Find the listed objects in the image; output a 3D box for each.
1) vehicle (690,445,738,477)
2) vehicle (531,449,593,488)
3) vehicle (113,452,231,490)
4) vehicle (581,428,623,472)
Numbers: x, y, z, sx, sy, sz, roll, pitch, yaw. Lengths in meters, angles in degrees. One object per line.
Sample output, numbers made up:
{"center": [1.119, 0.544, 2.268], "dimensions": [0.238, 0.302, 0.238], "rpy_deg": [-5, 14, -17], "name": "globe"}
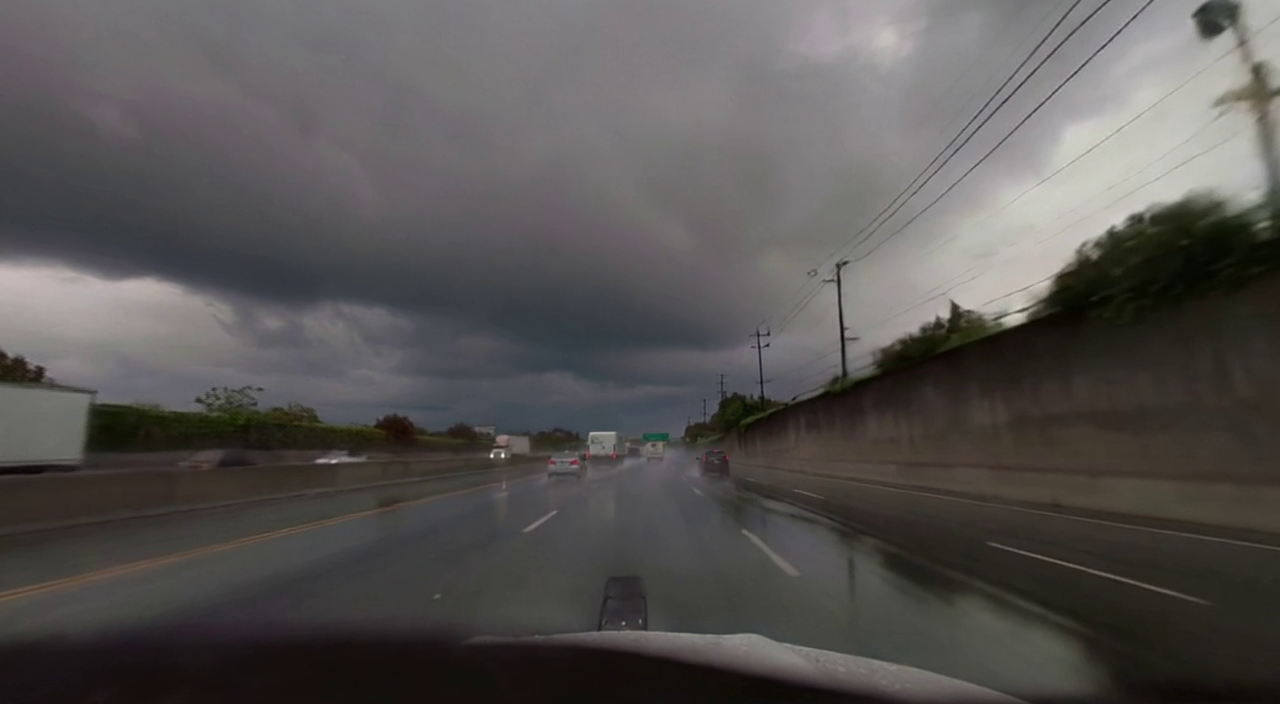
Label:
{"center": [4.319, 6.440, 37.488], "dimensions": [2.214, 1.799, 4.627], "rpy_deg": [0, -9, -1], "name": "vehicle"}
{"center": [-3.156, 4.812, 26.315], "dimensions": [2.004, 1.498, 4.043], "rpy_deg": [0, -9, 1], "name": "vehicle"}
{"center": [-19.449, 4.932, 26.451], "dimensions": [1.828, 1.416, 3.982], "rpy_deg": [0, -9, 1], "name": "vehicle"}
{"center": [-2.854, 7.662, 49.268], "dimensions": [2.632, 3.153, 6.879], "rpy_deg": [0, -9, 2], "name": "vehicle"}
